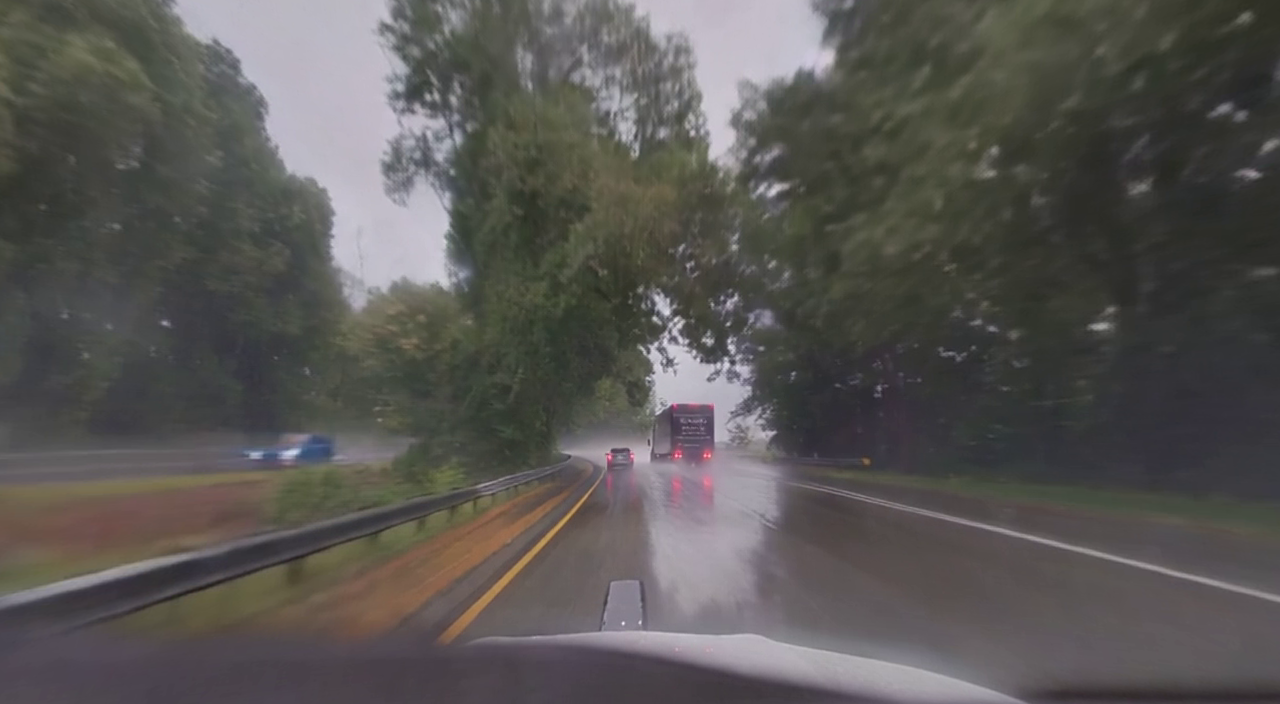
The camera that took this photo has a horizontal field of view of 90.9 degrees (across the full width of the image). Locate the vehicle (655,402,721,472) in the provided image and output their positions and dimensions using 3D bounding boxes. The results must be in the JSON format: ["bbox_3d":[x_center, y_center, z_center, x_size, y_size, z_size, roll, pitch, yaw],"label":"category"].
[{"bbox_3d":[2.961,6.070,43.908,2.951,4.012,14.203,1,-9,-2],"label":"vehicle"}]

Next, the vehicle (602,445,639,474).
[{"bbox_3d":[-1.090,5.858,34.456,1.913,1.460,3.610,1,-9,-2],"label":"vehicle"}]

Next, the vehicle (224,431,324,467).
[{"bbox_3d":[-16.458,4.406,28.669,1.834,1.491,4.562,0,-9,-1],"label":"vehicle"}]
